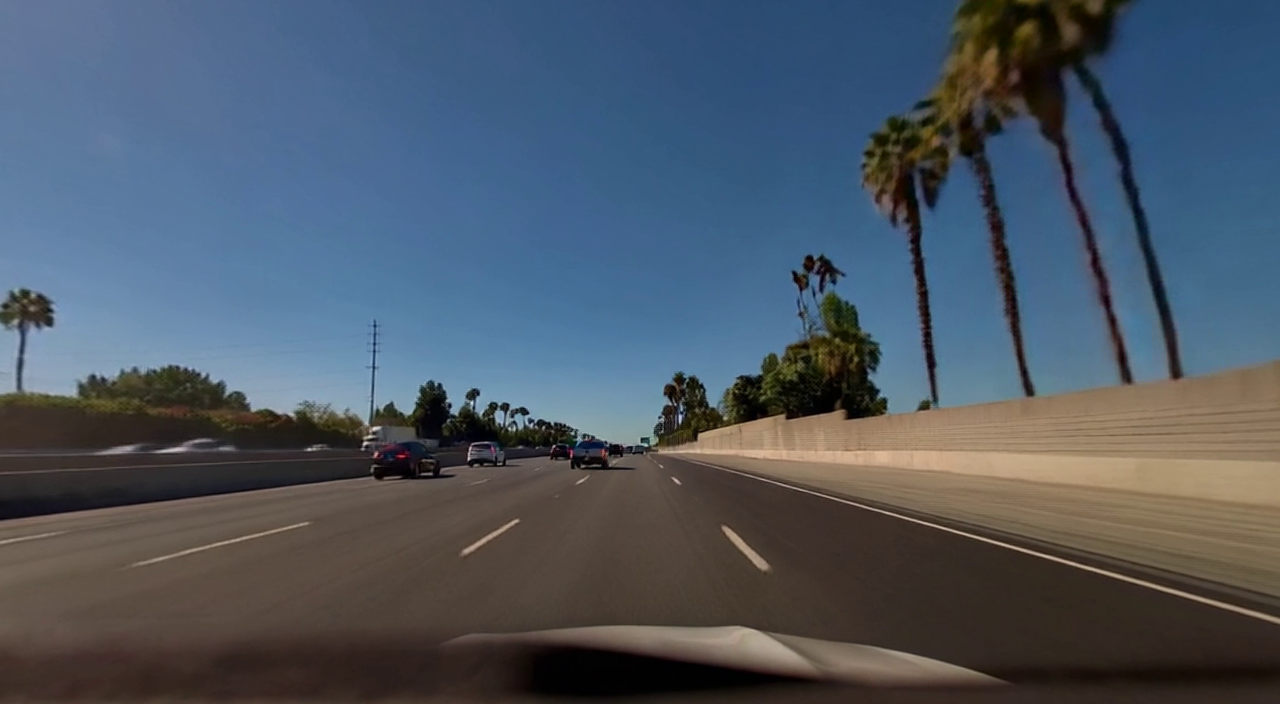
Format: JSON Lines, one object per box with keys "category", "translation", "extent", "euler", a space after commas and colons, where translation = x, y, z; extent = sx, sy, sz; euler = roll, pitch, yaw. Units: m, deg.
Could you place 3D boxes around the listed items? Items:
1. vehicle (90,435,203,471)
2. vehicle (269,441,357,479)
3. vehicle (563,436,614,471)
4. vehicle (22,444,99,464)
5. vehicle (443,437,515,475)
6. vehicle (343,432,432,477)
{"category": "vehicle", "translation": [-21.620, 4.431, 27.918], "extent": [1.852, 1.445, 3.833], "euler": [0, -8, 0]}
{"category": "vehicle", "translation": [-15.436, 5.080, 30.122], "extent": [1.836, 1.662, 4.317], "euler": [0, -8, 1]}
{"category": "vehicle", "translation": [-2.495, 5.088, 31.874], "extent": [2.201, 1.672, 4.128], "euler": [0, -8, 0]}
{"category": "vehicle", "translation": [-45.558, 7.990, 49.753], "extent": [1.757, 1.469, 4.465], "euler": [0, -8, 1]}
{"category": "vehicle", "translation": [-7.544, 4.913, 30.121], "extent": [2.204, 1.677, 4.438], "euler": [0, -8, 1]}
{"category": "vehicle", "translation": [-11.454, 4.673, 29.054], "extent": [1.986, 1.875, 4.902], "euler": [0, -8, 1]}
